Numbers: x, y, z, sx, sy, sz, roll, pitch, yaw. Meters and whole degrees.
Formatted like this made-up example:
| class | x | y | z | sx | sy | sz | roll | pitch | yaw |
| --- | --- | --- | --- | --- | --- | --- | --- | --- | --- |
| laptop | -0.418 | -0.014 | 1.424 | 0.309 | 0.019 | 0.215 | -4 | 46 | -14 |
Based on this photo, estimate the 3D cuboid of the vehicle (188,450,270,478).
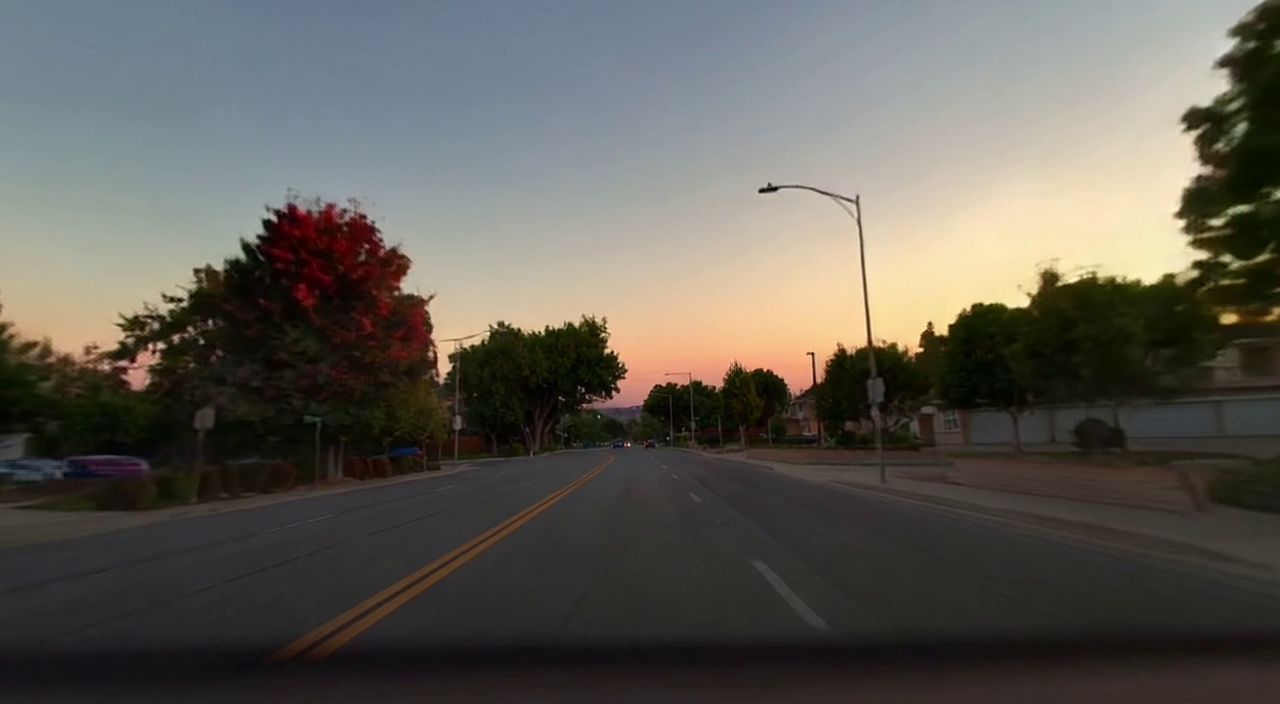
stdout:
| class | x | y | z | sx | sy | sz | roll | pitch | yaw |
| --- | --- | --- | --- | --- | --- | --- | --- | --- | --- |
| vehicle | -23.681 | 6.408 | 36.331 | 4.791 | 1.421 | 1.985 | -4 | -10 | 31 |

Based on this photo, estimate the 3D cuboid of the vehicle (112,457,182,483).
| class | x | y | z | sx | sy | sz | roll | pitch | yaw |
| --- | --- | --- | --- | --- | --- | --- | --- | --- | --- |
| vehicle | -28.031 | 6.687 | 35.887 | 3.738 | 1.379 | 1.627 | -5 | -10 | 28 |

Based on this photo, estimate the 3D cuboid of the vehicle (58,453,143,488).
| class | x | y | z | sx | sy | sz | roll | pitch | yaw |
| --- | --- | --- | --- | --- | --- | --- | --- | --- | --- |
| vehicle | -28.254 | 6.138 | 33.067 | 4.425 | 1.570 | 1.959 | -4 | -9 | 31 |
